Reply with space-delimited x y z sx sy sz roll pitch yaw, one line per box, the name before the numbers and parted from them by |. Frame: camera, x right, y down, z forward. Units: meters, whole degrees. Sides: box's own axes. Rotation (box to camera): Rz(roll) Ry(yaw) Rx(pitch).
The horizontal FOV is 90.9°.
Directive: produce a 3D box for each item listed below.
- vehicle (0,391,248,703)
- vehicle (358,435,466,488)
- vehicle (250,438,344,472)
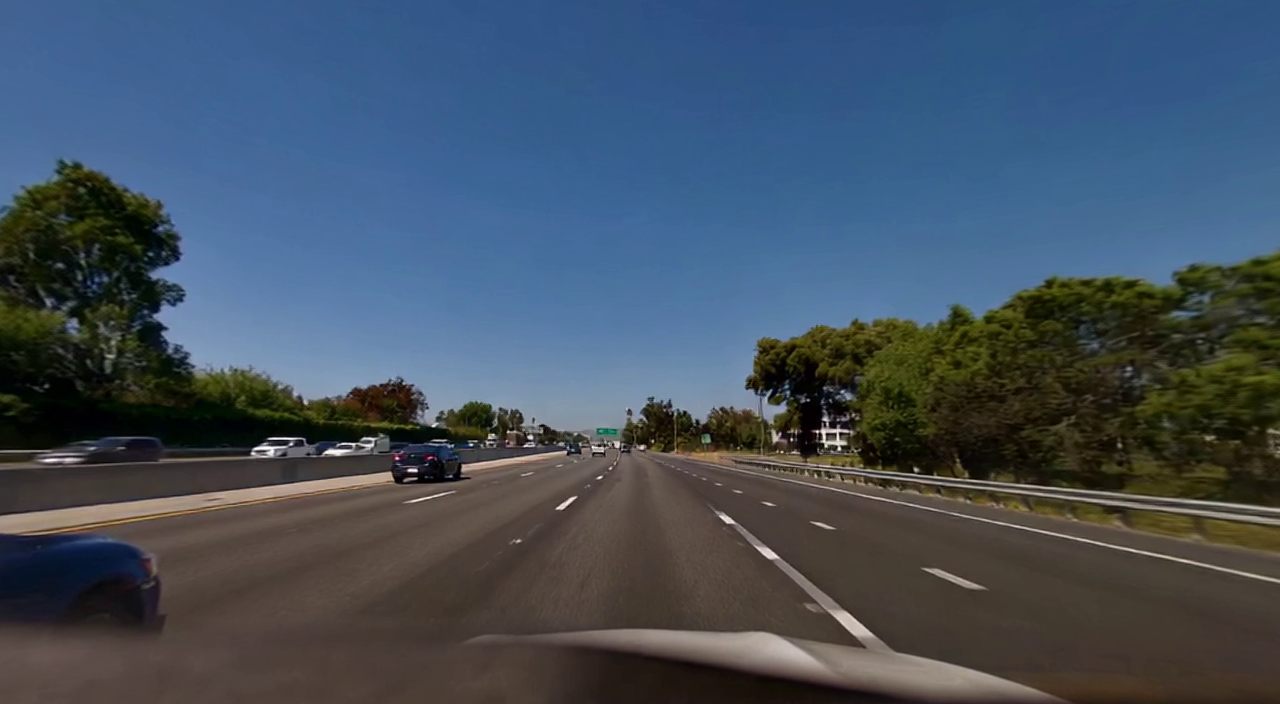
vehicle | -3.716 0.817 1.652 2.144 1.565 4.951 0 -8 1
vehicle | -7.803 3.778 22.113 2.118 1.675 4.395 0 -8 0
vehicle | -17.006 5.122 31.594 1.904 1.572 4.918 0 -8 0
